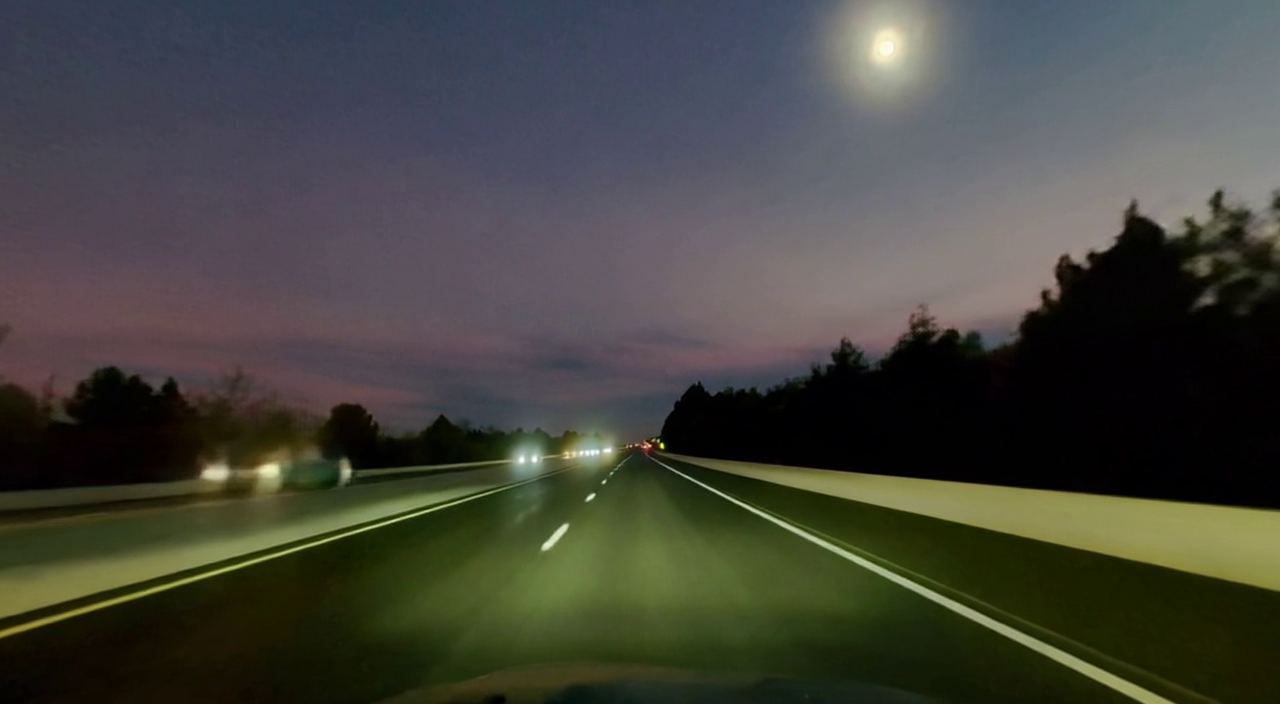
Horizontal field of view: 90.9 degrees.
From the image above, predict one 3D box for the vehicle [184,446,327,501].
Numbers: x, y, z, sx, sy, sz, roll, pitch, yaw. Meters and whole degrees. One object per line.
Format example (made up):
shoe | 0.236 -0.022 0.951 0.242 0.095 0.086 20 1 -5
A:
vehicle | -13.072 4.121 21.836 2.009 1.664 4.618 0 -9 0
